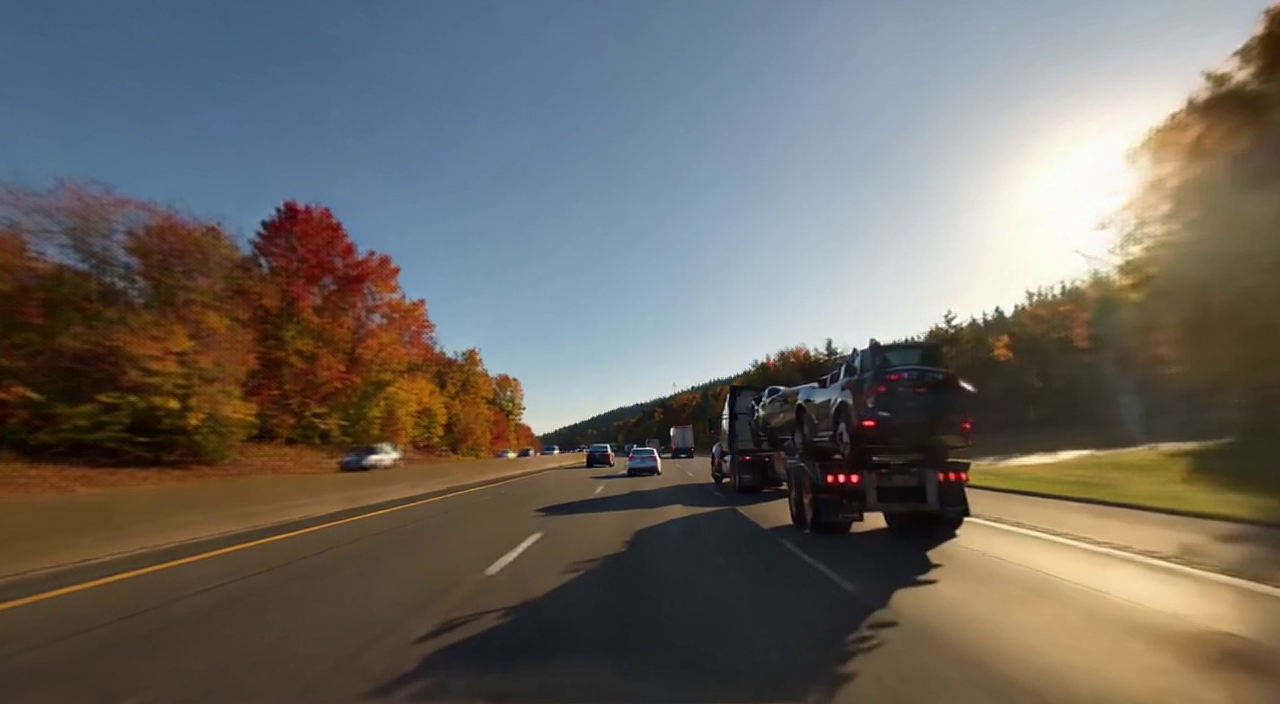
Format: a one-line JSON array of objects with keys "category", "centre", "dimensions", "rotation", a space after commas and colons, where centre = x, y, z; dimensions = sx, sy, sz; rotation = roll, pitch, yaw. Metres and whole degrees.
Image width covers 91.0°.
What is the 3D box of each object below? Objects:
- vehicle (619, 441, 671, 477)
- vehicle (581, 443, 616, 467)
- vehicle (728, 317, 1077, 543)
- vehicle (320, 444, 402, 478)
[{"category": "vehicle", "centre": [0.275, 4.758, 28.307], "dimensions": [2.152, 1.484, 4.211], "rotation": [0, -8, 2]}, {"category": "vehicle", "centre": [-2.660, 6.709, 41.152], "dimensions": [1.928, 1.464, 3.706], "rotation": [0, -8, 2]}, {"category": "vehicle", "centre": [4.667, 2.053, 15.649], "dimensions": [3.150, 3.257, 13.098], "rotation": [0, -8, 0]}, {"category": "vehicle", "centre": [-14.050, 5.482, 31.984], "dimensions": [1.925, 1.552, 4.531], "rotation": [0, -8, 2]}]
